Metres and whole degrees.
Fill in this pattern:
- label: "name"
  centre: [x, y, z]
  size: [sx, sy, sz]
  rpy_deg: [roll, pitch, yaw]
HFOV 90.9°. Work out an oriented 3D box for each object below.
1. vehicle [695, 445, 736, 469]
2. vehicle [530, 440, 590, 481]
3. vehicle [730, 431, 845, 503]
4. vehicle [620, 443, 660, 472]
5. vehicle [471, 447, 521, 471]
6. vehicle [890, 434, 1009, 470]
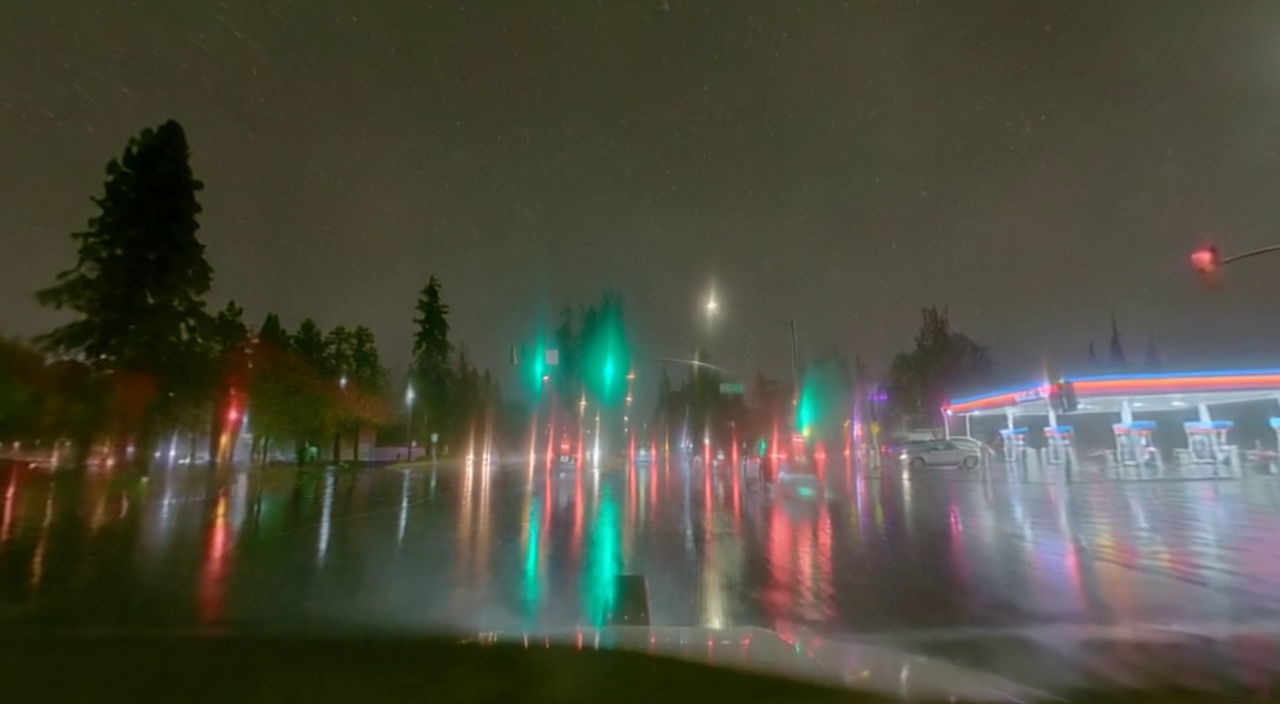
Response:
- label: "vehicle"
  centre: [5.021, 7.034, 42.408]
  size: [2.174, 1.462, 4.400]
  rpy_deg: [0, -8, 0]
- label: "vehicle"
  centre: [-3.414, 4.713, 27.661]
  size: [2.023, 1.607, 4.086]
  rpy_deg: [0, -8, 1]
- label: "vehicle"
  centre: [3.821, 3.036, 17.123]
  size: [2.022, 1.683, 4.171]
  rpy_deg: [0, -8, -1]
- label: "vehicle"
  centre: [0.002, 5.969, 35.941]
  size: [2.104, 1.477, 4.591]
  rpy_deg: [0, -8, 0]
- label: "vehicle"
  centre: [-9.264, 6.890, 40.848]
  size: [2.023, 1.433, 4.699]
  rpy_deg: [0, -8, 1]
- label: "vehicle"
  centre: [18.170, 5.903, 37.267]
  size: [5.585, 1.866, 2.607]
  rpy_deg: [-1, -9, -2]
